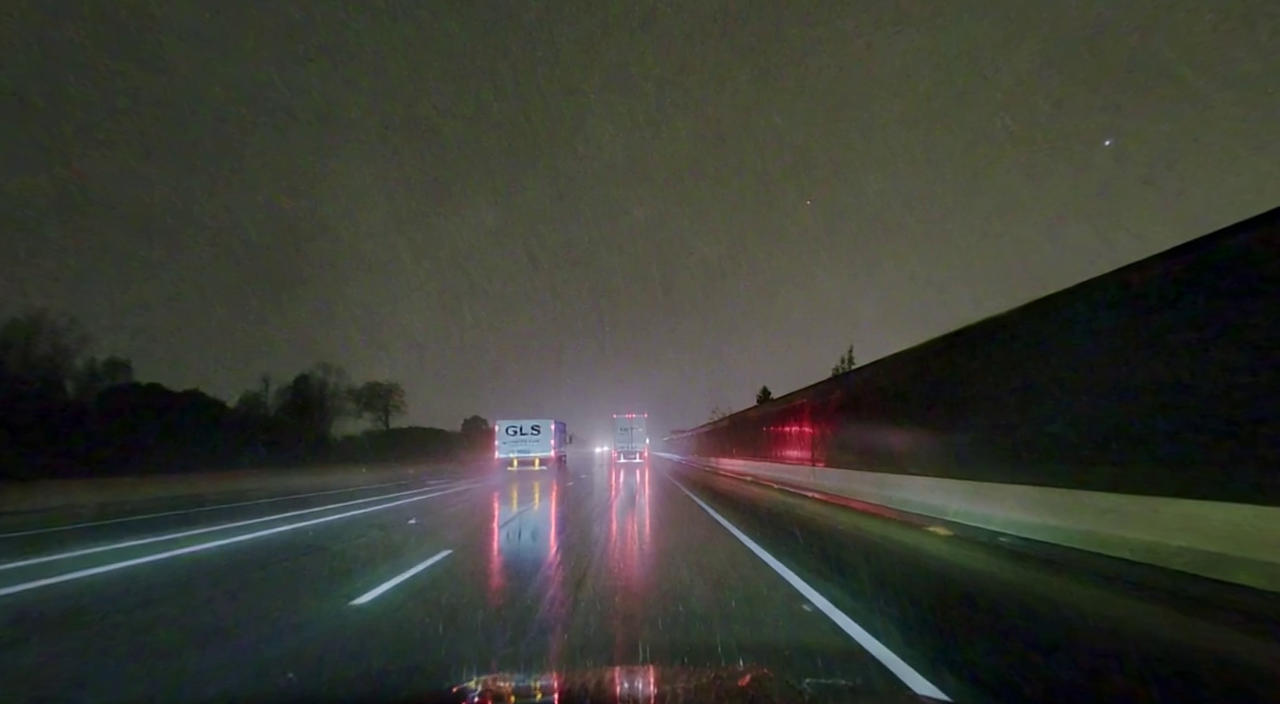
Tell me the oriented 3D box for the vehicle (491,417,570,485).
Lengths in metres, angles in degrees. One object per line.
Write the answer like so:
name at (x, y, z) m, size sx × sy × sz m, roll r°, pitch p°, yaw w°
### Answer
vehicle at (-4.757, 4.444, 28.388) m, size 2.529 × 2.697 × 5.935 m, roll 0°, pitch -9°, yaw 0°
